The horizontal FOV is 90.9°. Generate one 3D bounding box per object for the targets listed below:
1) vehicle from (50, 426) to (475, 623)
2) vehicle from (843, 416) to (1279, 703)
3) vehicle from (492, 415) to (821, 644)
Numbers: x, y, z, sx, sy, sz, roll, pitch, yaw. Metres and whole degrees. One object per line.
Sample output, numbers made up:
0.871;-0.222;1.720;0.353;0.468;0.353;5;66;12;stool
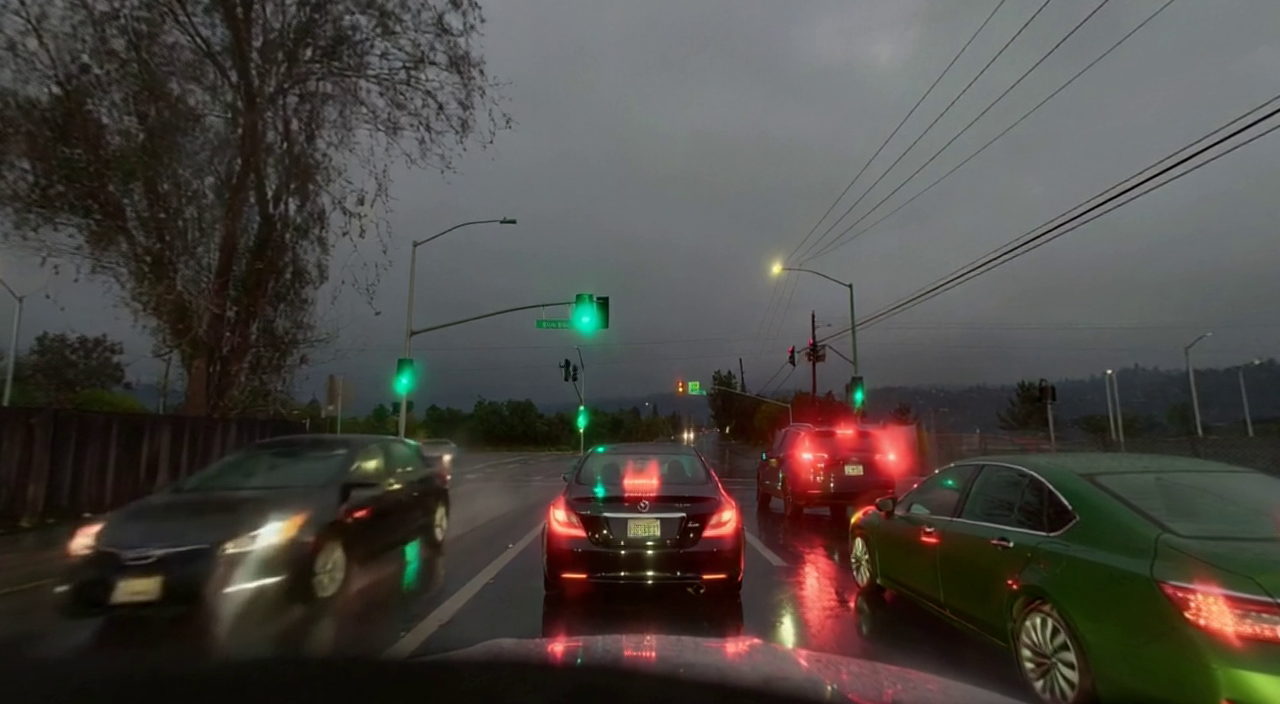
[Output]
-3.419;1.627;7.018;1.959;1.456;4.488;0;-8;0;vehicle
3.085;1.237;4.137;2.027;1.432;4.431;0;-8;0;vehicle
0.074;1.498;6.420;2.170;1.497;4.369;0;-8;-1;vehicle
